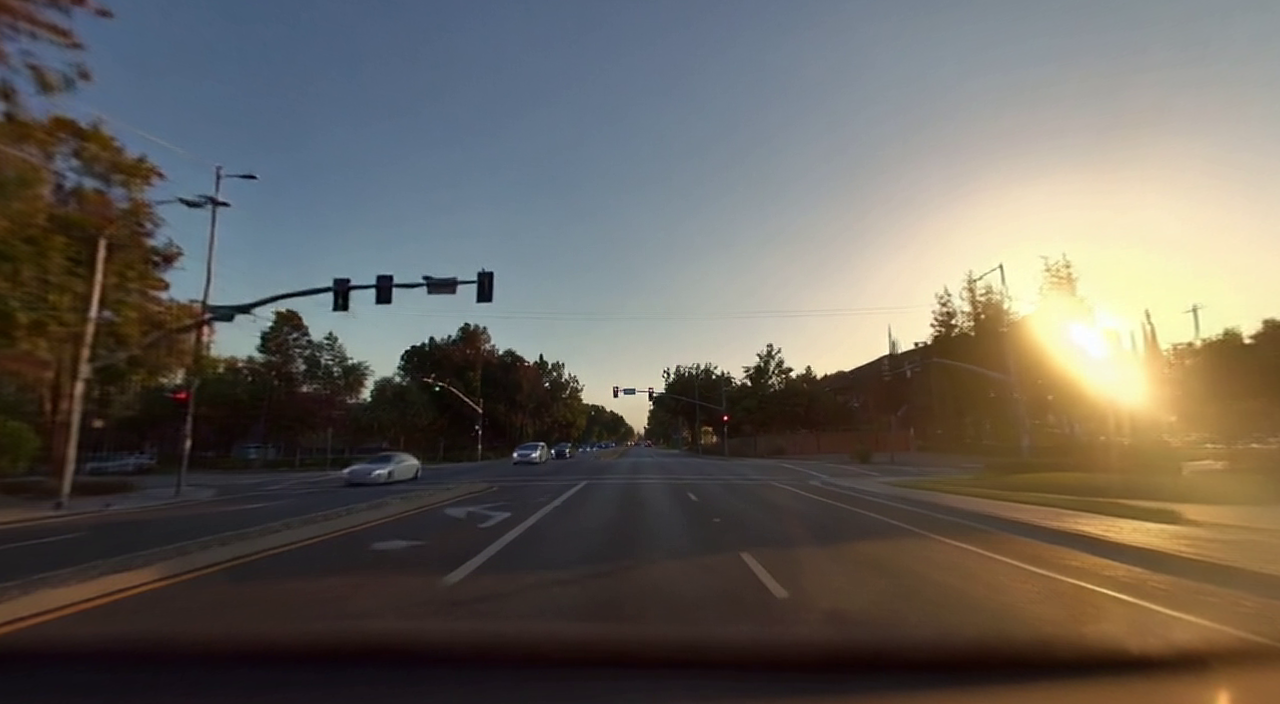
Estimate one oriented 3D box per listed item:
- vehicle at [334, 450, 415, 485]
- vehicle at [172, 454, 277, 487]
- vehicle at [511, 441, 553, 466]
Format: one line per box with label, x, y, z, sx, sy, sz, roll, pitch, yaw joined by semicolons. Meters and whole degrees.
vehicle;-12.058;5.247;28.951;1.825;1.435;4.211;0;-8;1
vehicle;-20.440;5.777;30.945;5.038;1.435;2.074;-5;-9;29
vehicle;-8.452;8.001;49.919;2.206;1.836;5.559;0;-8;2
